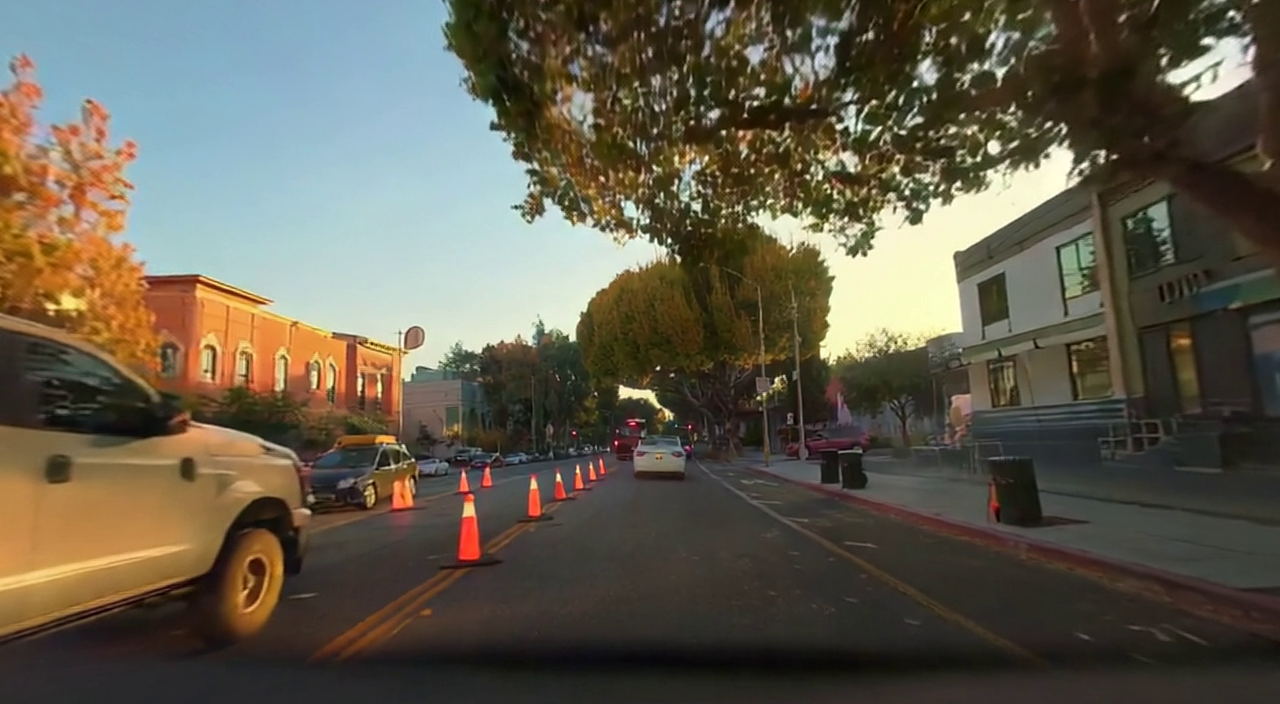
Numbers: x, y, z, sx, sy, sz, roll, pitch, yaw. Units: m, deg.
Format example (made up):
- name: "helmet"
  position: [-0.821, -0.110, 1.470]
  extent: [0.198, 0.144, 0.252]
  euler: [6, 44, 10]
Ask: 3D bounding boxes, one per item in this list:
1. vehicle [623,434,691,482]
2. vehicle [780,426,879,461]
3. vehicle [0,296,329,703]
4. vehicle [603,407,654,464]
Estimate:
- name: "vehicle"
  position: [0.606, 3.669, 22.240]
  extent: [2.159, 1.506, 4.086]
  euler: [0, -8, 2]
- name: "vehicle"
  position: [10.846, 5.249, 36.419]
  extent: [4.859, 1.914, 2.333]
  euler: [1, -8, -4]
- name: "vehicle"
  position: [-4.314, 0.787, 2.675]
  extent: [2.500, 2.128, 6.396]
  euler: [-2, -8, 3]
- name: "vehicle"
  position: [-0.754, 5.783, 43.308]
  extent: [2.977, 3.271, 12.748]
  euler: [0, -8, -1]
